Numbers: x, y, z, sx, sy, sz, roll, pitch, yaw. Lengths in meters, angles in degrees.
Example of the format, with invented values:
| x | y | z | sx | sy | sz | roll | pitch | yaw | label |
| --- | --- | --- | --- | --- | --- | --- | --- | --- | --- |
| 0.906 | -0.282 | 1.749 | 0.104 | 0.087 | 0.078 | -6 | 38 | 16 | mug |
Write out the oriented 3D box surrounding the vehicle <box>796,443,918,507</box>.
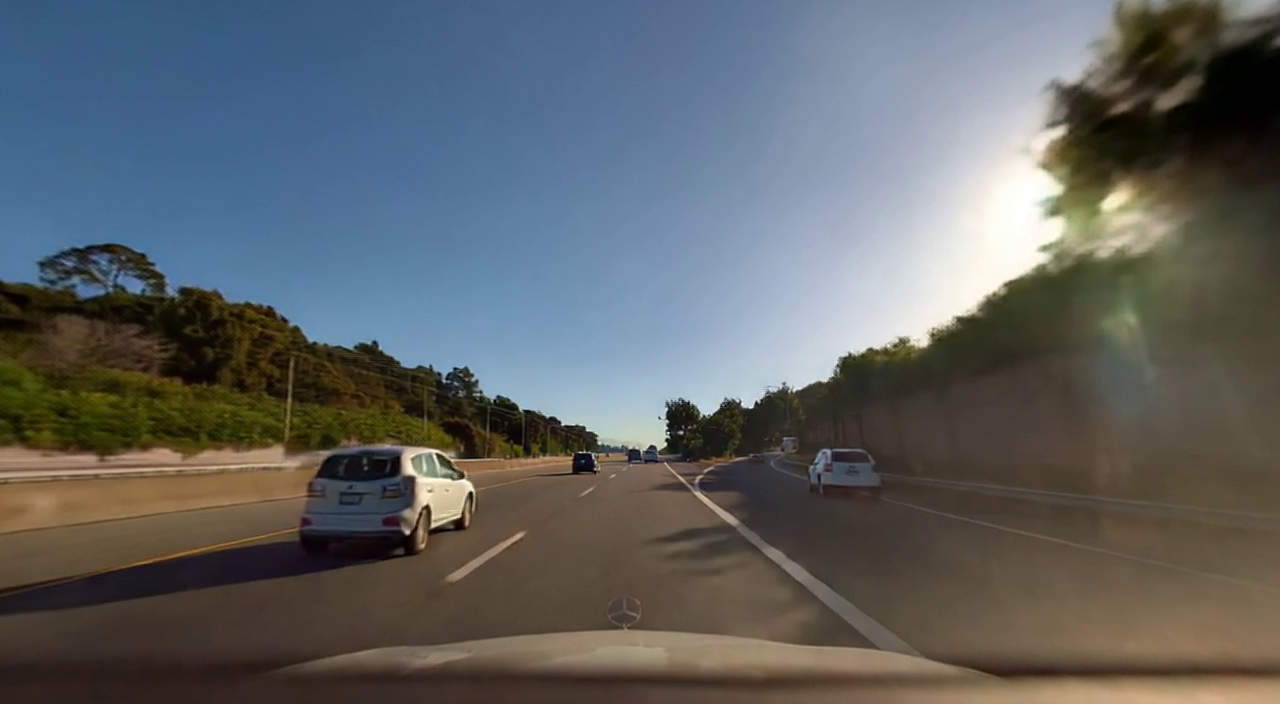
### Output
| x | y | z | sx | sy | sz | roll | pitch | yaw | label |
| --- | --- | --- | --- | --- | --- | --- | --- | --- | --- |
| 5.914 | 3.405 | 17.884 | 2.020 | 1.548 | 4.715 | 0 | -9 | 4 | vehicle |

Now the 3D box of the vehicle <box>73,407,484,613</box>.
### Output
| x | y | z | sx | sy | sz | roll | pitch | yaw | label |
| --- | --- | --- | --- | --- | --- | --- | --- | --- | --- |
| -3.549 | 1.653 | 7.468 | 2.263 | 1.696 | 4.321 | 0 | -9 | 0 | vehicle |

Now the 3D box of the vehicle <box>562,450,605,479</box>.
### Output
| x | y | z | sx | sy | sz | roll | pitch | yaw | label |
| --- | --- | --- | --- | --- | --- | --- | --- | --- | --- |
| -3.168 | 6.369 | 36.034 | 1.997 | 1.540 | 3.906 | 0 | -9 | 1 | vehicle |
